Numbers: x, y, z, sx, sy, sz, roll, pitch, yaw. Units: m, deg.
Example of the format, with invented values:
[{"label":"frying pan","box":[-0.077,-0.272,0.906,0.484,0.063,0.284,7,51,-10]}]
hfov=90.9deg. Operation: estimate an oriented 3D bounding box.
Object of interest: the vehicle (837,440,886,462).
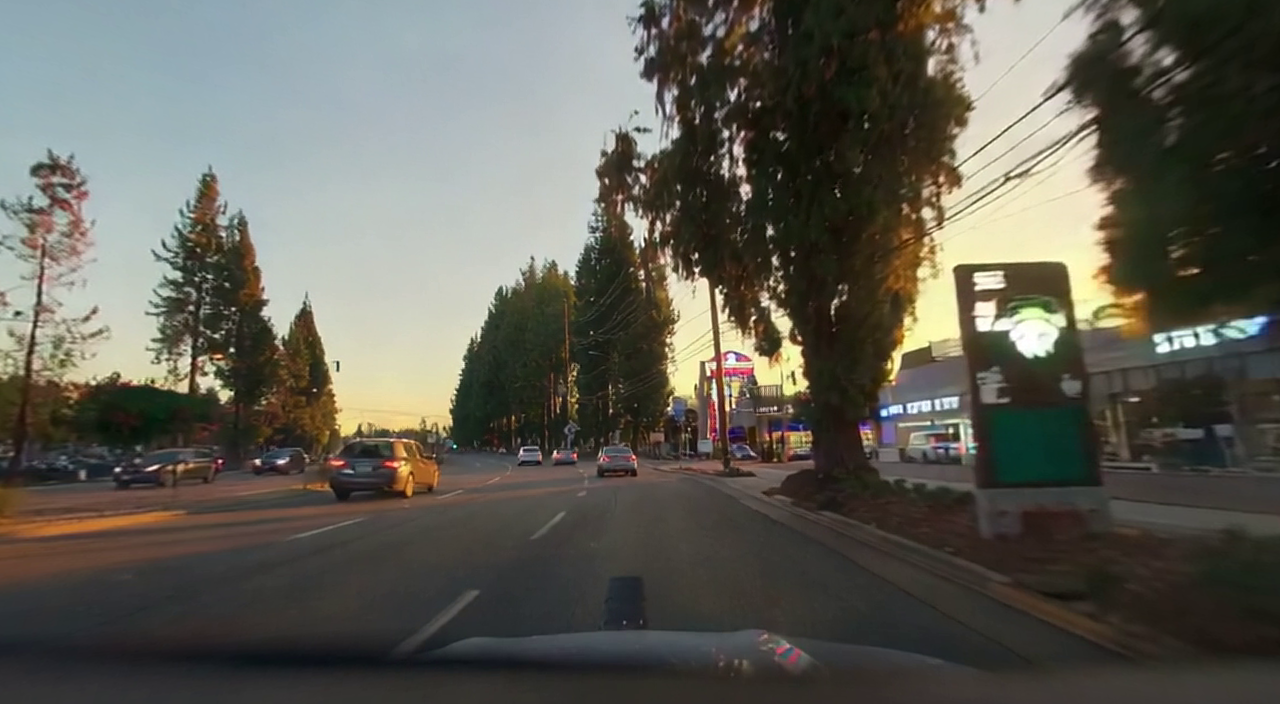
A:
[{"label":"vehicle","box":[16.444,7.387,47.105,1.795,1.485,4.601,0,-9,-2]}]

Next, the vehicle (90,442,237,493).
[{"label":"vehicle","box":[-18.997,4.610,25.560,2.118,1.853,5.012,1,-9,-2]}]

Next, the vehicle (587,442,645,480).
[{"label":"vehicle","box":[-1.111,4.632,26.974,2.130,1.476,4.453,1,-9,-6]}]

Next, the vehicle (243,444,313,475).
[{"label":"vehicle","box":[-25.148,7.478,44.086,2.236,1.962,5.539,0,-9,-8]}]

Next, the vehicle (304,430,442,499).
[{"label":"vehicle","box":[-7.640,3.259,18.643,2.195,1.752,4.515,1,-9,-2]}]
